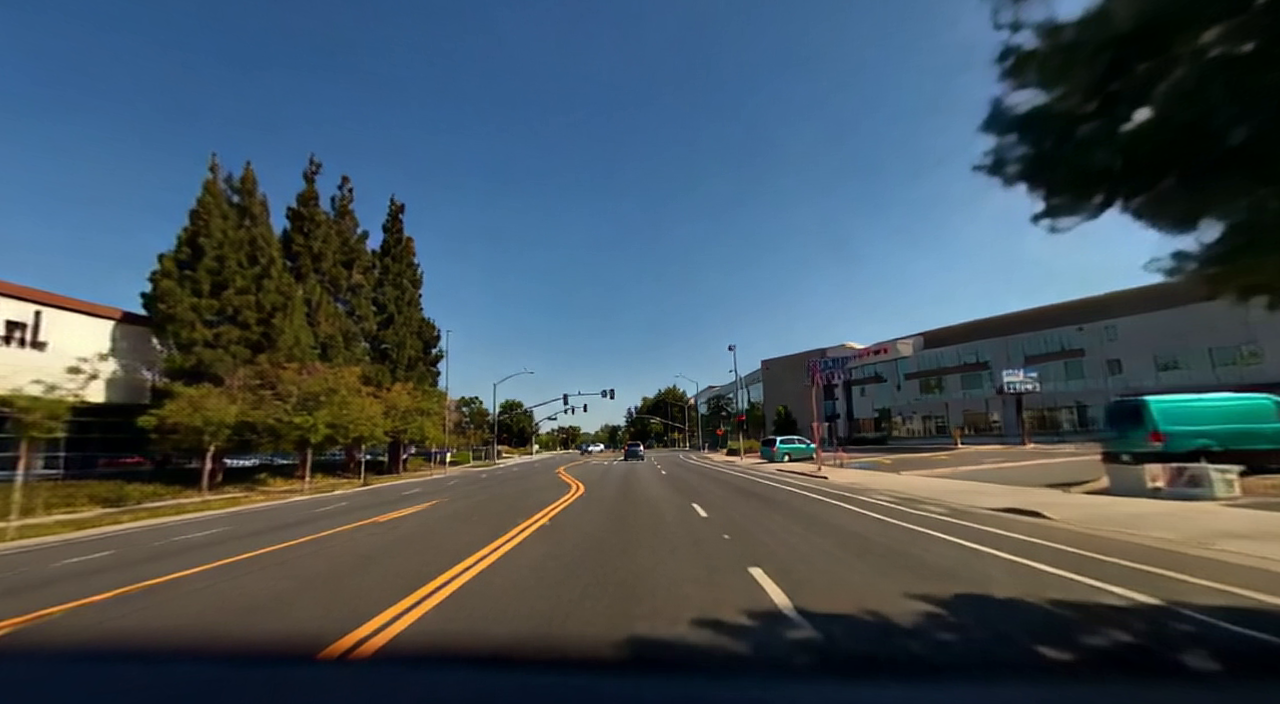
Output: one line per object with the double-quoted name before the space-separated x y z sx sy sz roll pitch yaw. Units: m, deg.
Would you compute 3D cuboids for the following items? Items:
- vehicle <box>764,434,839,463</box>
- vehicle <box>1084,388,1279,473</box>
"vehicle" 10.609 6.325 41.284 4.635 1.821 2.087 6 -10 -32
"vehicle" 15.733 2.144 17.011 5.546 2.117 2.443 0 -9 -1
